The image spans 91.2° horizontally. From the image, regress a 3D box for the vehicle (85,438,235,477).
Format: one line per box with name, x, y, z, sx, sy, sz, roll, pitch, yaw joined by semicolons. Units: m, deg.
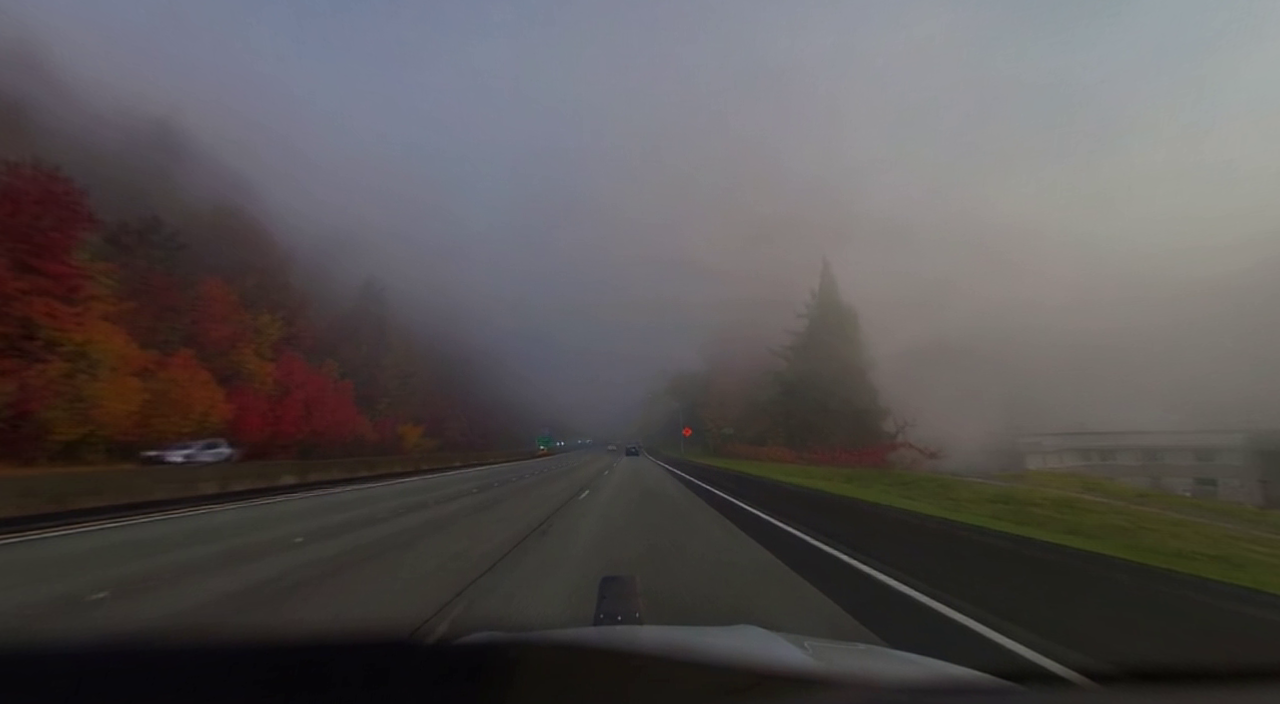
vehicle;-23.420;5.195;31.130;1.968;1.688;6.964;0;-9;0
